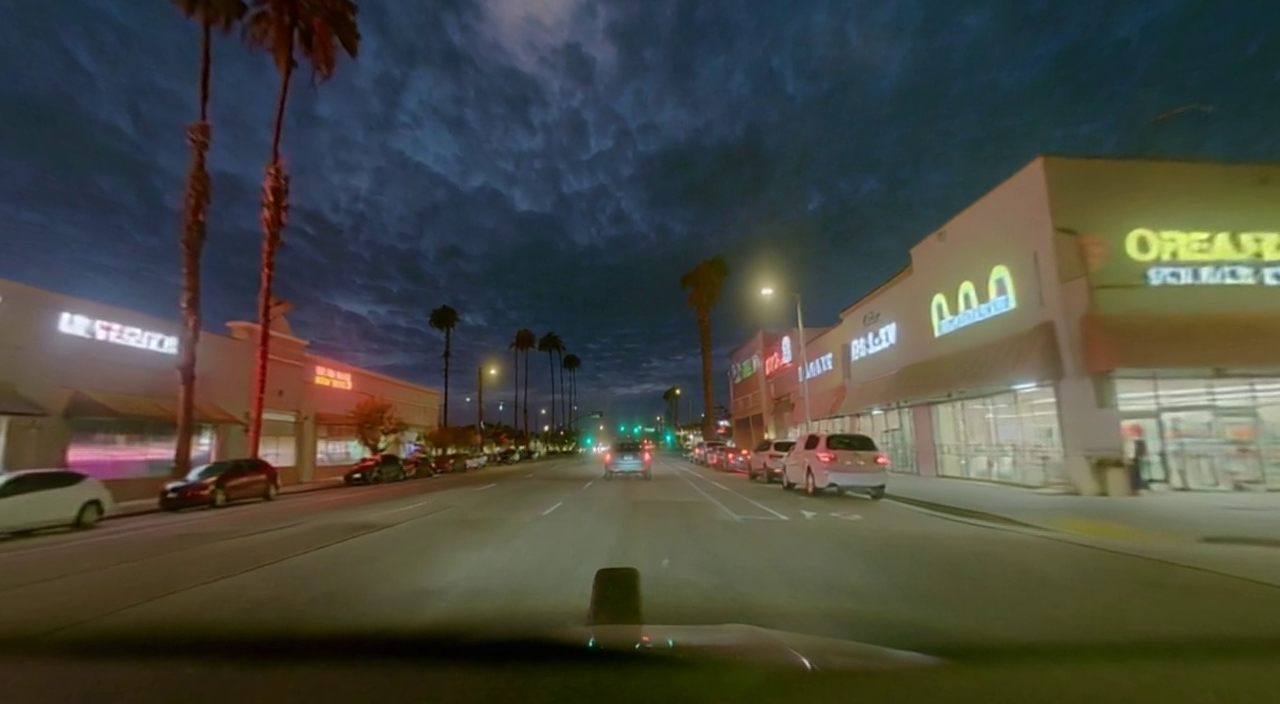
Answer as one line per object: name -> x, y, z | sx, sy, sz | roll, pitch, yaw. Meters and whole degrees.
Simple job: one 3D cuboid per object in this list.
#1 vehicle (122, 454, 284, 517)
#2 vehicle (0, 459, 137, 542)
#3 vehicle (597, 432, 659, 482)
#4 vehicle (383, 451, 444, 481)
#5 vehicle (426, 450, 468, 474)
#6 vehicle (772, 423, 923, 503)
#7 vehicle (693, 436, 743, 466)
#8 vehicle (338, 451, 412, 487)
vehicle -> -13.301, 4.046, 19.578 | 1.968, 1.472, 4.345 | -4, -8, 0
vehicle -> -13.149, 3.128, 13.021 | 1.881, 1.484, 4.565 | -6, -8, -2
vehicle -> -0.416, 4.107, 24.907 | 2.239, 1.763, 4.096 | 0, -8, 0
vehicle -> -13.058, 6.566, 36.583 | 1.804, 1.441, 4.534 | -4, -8, 0
vehicle -> -13.244, 7.545, 43.400 | 1.774, 1.522, 3.699 | -1, -8, -1
vehicle -> 5.671, 3.128, 18.315 | 2.430, 1.924, 5.779 | 0, -8, 0
vehicle -> 5.521, 7.146, 45.725 | 2.568, 1.974, 6.203 | 0, -8, -3
vehicle -> -13.253, 5.841, 31.815 | 1.840, 1.521, 4.450 | -2, -8, 0
